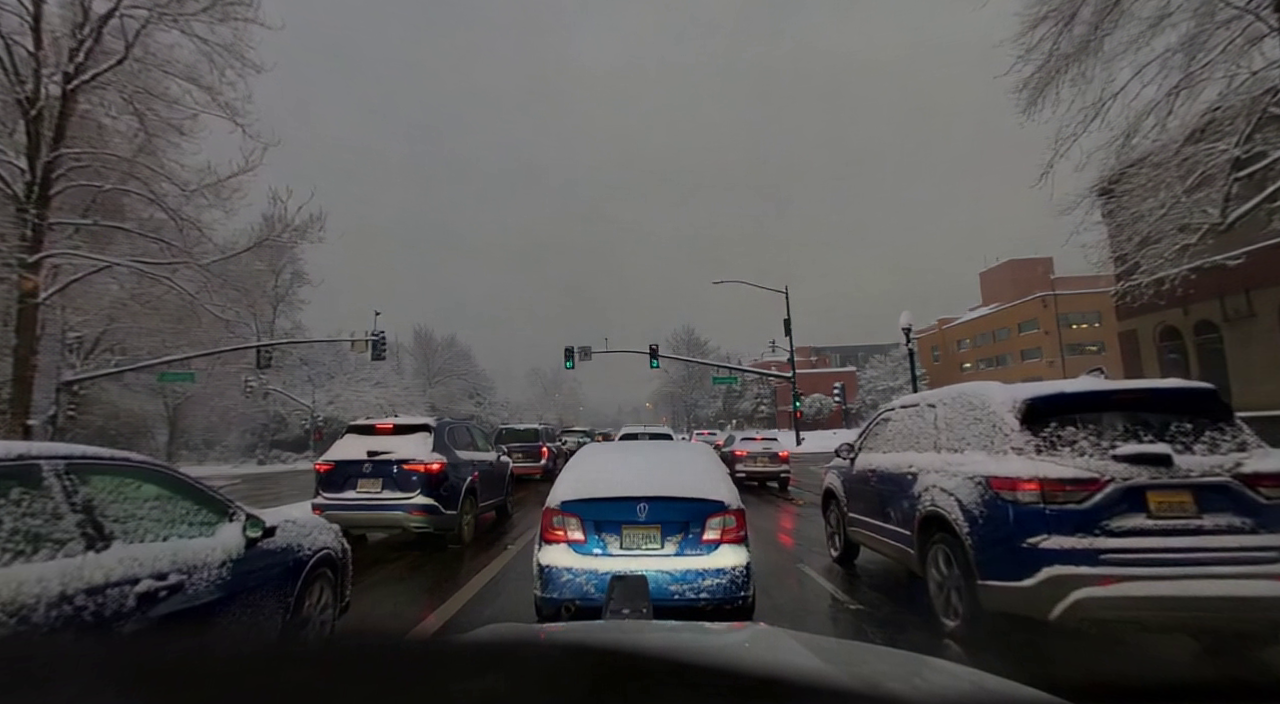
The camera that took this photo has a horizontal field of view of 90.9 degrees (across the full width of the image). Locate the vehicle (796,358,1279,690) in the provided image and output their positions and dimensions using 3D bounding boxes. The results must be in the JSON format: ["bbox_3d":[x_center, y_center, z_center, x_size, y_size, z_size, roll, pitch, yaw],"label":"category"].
[{"bbox_3d":[3.046,1.239,5.649,2.108,1.785,4.334,0,-9,-1],"label":"vehicle"}]

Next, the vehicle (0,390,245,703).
[{"bbox_3d":[-3.402,0.750,1.245,2.144,1.505,4.635,-1,-9,2],"label":"vehicle"}]

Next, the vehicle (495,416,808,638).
[{"bbox_3d":[0.080,1.502,6.383,2.147,1.507,3.953,0,-8,0],"label":"vehicle"}]

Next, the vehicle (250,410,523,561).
[{"bbox_3d":[-3.362,1.889,9.617,2.168,1.719,4.561,-1,-9,1],"label":"vehicle"}]
